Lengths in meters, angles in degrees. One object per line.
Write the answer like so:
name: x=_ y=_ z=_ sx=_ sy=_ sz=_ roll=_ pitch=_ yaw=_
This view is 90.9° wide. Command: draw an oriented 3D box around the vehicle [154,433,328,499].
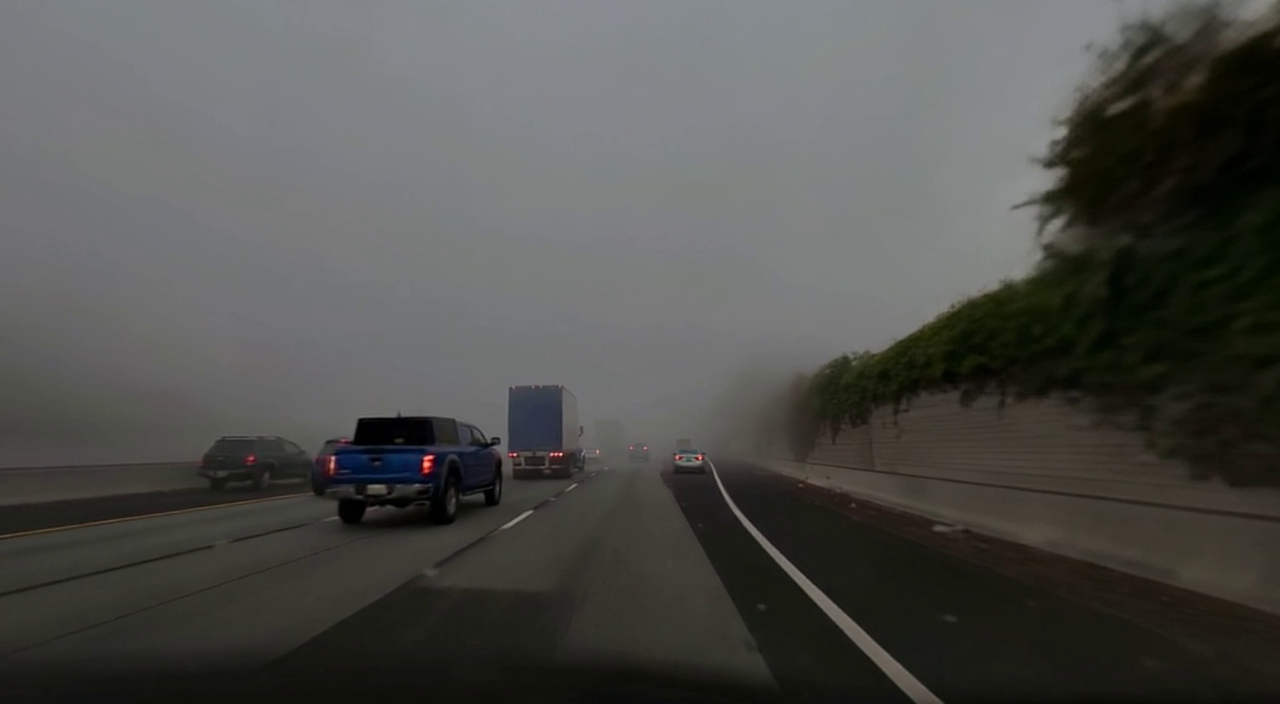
vehicle: x=-11.615 y=3.332 z=18.872 sx=2.073 sy=1.722 sz=4.664 roll=0 pitch=-8 yaw=1

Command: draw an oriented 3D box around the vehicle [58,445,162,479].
vehicle: x=-25.496 y=5.285 z=30.514 sx=1.730 sy=1.525 sz=3.746 roll=0 pitch=-8 yaw=1

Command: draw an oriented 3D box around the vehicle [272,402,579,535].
vehicle: x=-3.899 y=2.831 z=16.870 sx=3.050 sy=1.964 sz=15.030 roll=0 pitch=-8 yaw=0

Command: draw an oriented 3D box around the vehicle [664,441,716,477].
vehicle: x=2.204 y=4.793 z=28.550 sx=2.176 sy=1.493 sz=3.955 roll=-1 pitch=-8 yaw=3
